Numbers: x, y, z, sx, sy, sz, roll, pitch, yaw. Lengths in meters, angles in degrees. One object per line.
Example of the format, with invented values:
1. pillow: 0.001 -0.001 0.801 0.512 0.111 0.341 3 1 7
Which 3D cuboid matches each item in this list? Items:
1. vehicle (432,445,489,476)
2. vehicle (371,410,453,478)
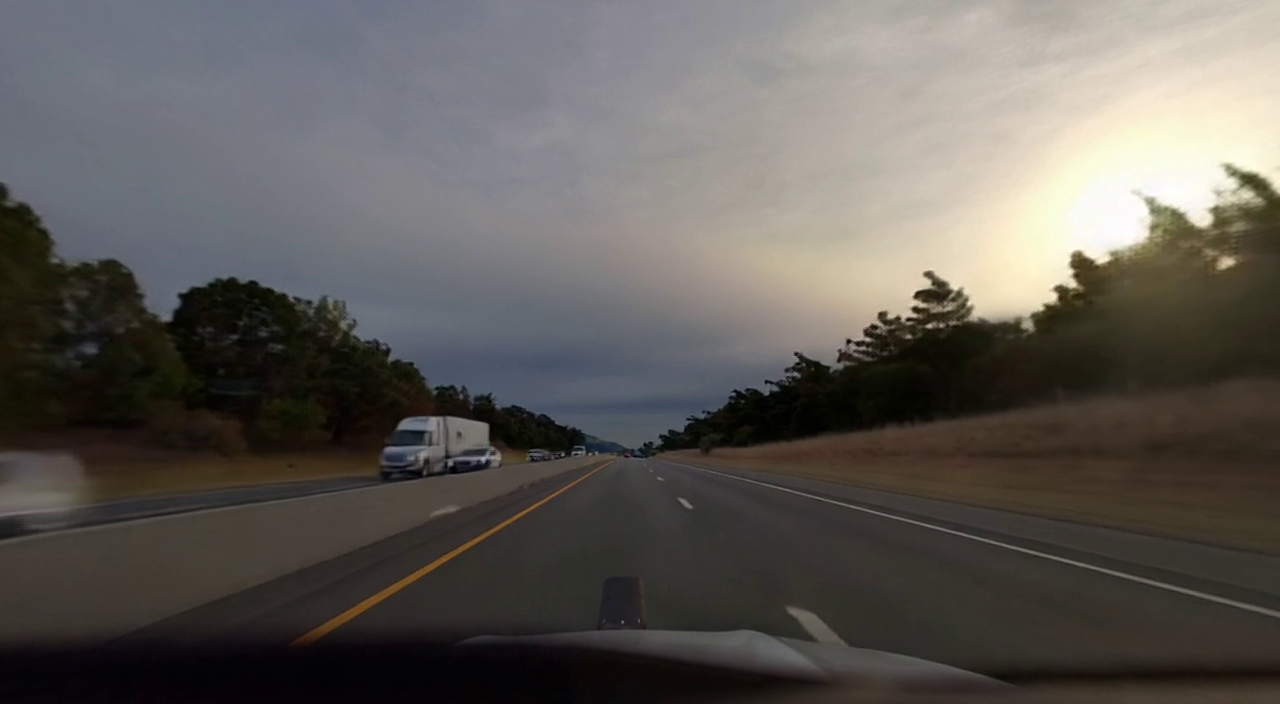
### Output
1. vehicle: -10.111 6.128 35.776 2.035 1.665 4.214 0 -9 -1
2. vehicle: -14.574 5.993 40.881 3.026 4.024 6.039 0 -9 -1
